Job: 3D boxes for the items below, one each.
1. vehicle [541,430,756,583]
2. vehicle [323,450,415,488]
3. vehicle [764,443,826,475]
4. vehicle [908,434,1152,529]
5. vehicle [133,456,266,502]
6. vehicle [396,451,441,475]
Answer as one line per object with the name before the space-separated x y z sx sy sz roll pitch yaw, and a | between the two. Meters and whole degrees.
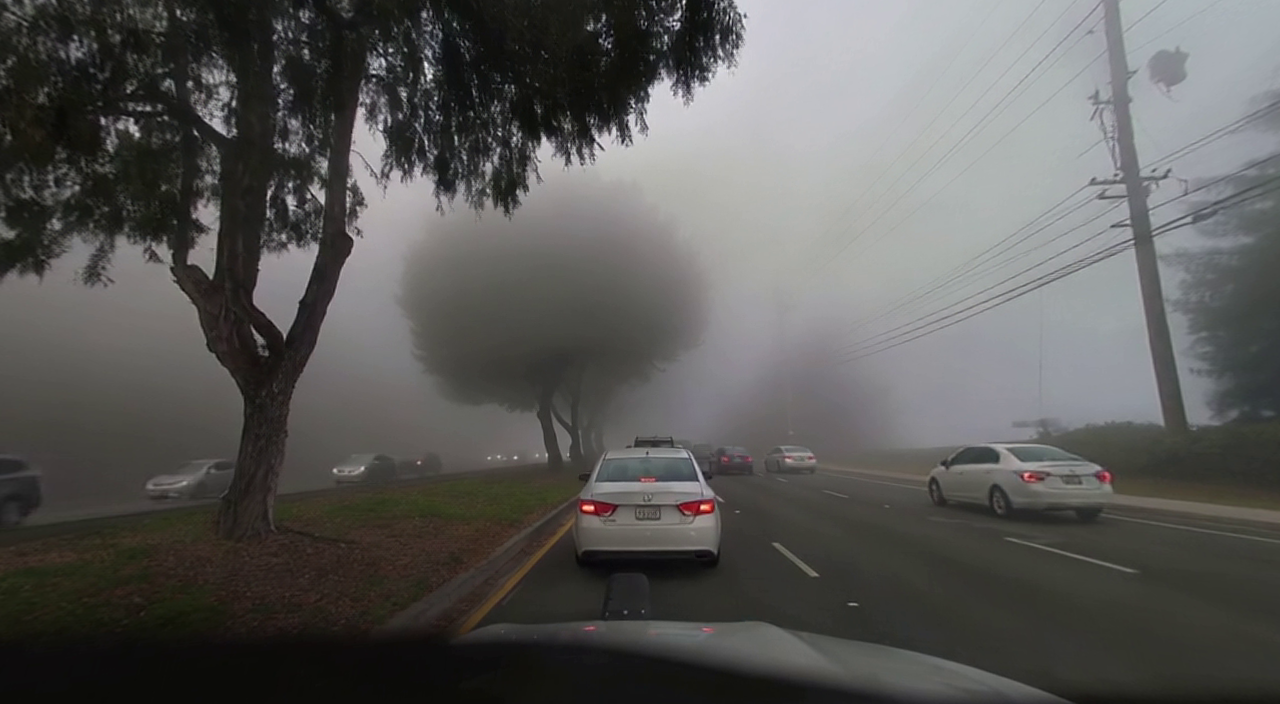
vehicle | 0.076 1.813 8.232 2.108 1.479 3.935 0 -8 0
vehicle | -11.821 5.109 27.891 1.988 1.486 4.586 0 -8 1
vehicle | 7.554 5.230 31.163 1.899 1.458 4.499 0 -8 -1
vehicle | 7.081 2.363 12.172 1.850 1.480 4.474 0 -8 0
vehicle | -16.366 4.693 23.778 1.856 1.452 4.530 0 -8 -2
vehicle | -15.095 7.547 43.172 1.701 1.494 3.791 0 -8 0
